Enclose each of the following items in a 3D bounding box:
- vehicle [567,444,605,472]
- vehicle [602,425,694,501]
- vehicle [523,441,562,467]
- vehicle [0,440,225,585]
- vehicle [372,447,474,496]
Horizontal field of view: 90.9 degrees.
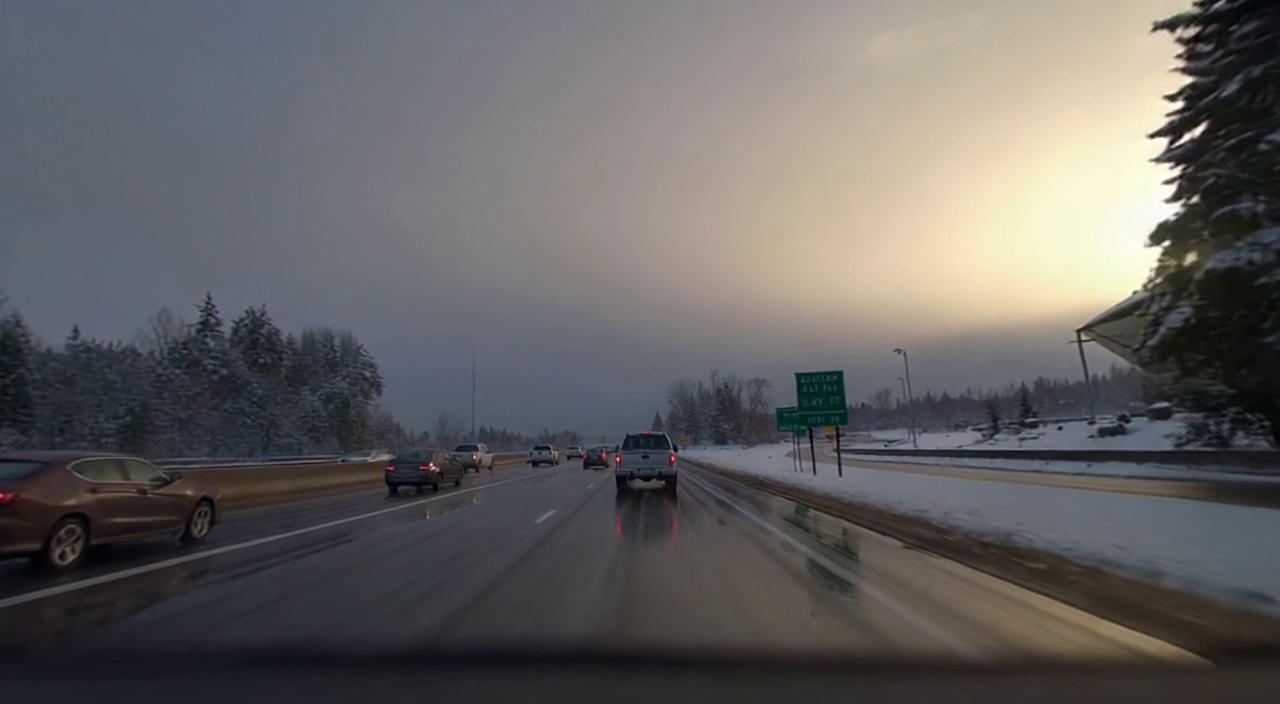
[{"bbox_3d":[-3.248,6.498,38.907,1.952,1.649,4.131,0,-9,1],"label":"vehicle"},{"bbox_3d":[0.211,2.906,16.803,2.152,1.779,3.924,0,-9,1],"label":"vehicle"},{"bbox_3d":[-7.270,7.658,47.302,2.106,1.816,4.936,0,-9,0],"label":"vehicle"},{"bbox_3d":[-7.406,1.809,7.587,1.864,1.458,4.295,0,-9,0],"label":"vehicle"},{"bbox_3d":[-7.156,3.962,21.334,1.869,1.466,4.217,0,-9,1],"label":"vehicle"}]
